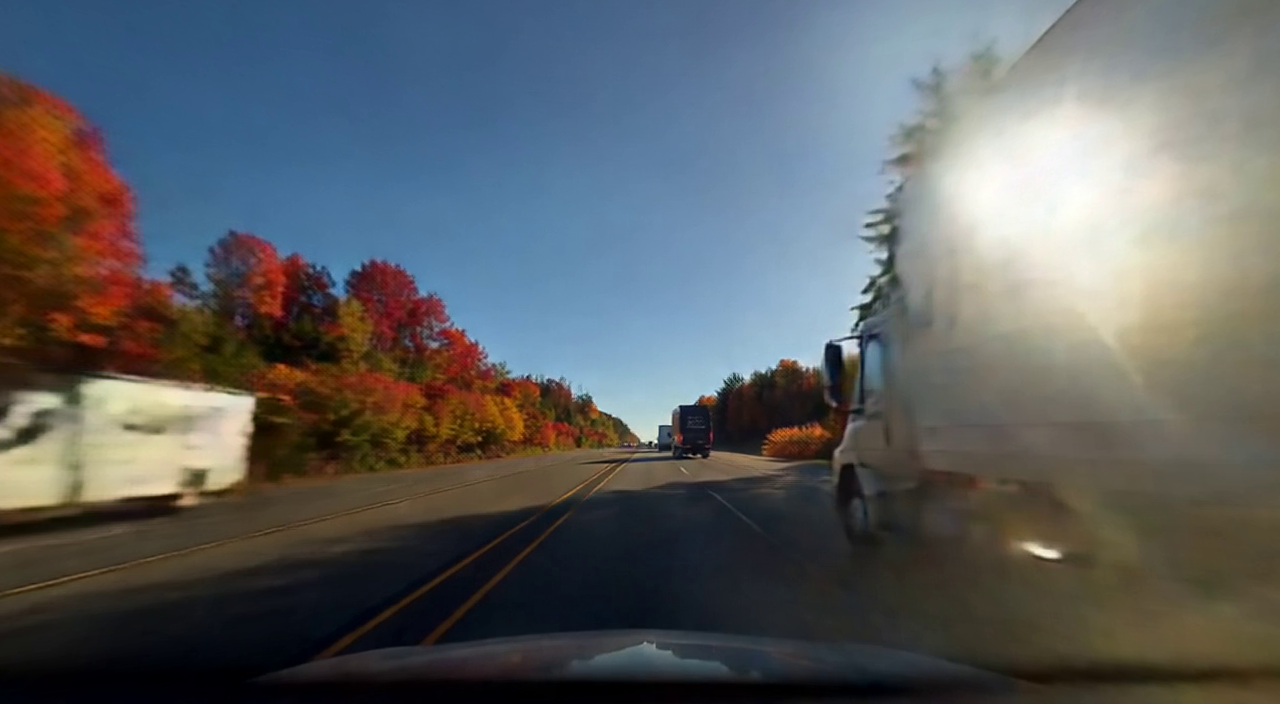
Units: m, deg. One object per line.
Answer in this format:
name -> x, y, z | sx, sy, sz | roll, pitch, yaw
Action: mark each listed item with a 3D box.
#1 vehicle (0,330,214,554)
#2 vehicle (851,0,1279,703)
vehicle -> -11.362, 1.561, 10.879 | 2.698, 3.465, 7.279 | 0, -8, 0
vehicle -> 4.004, -0.547, 0.147 | 2.911, 4.117, 14.683 | 0, -8, 0
